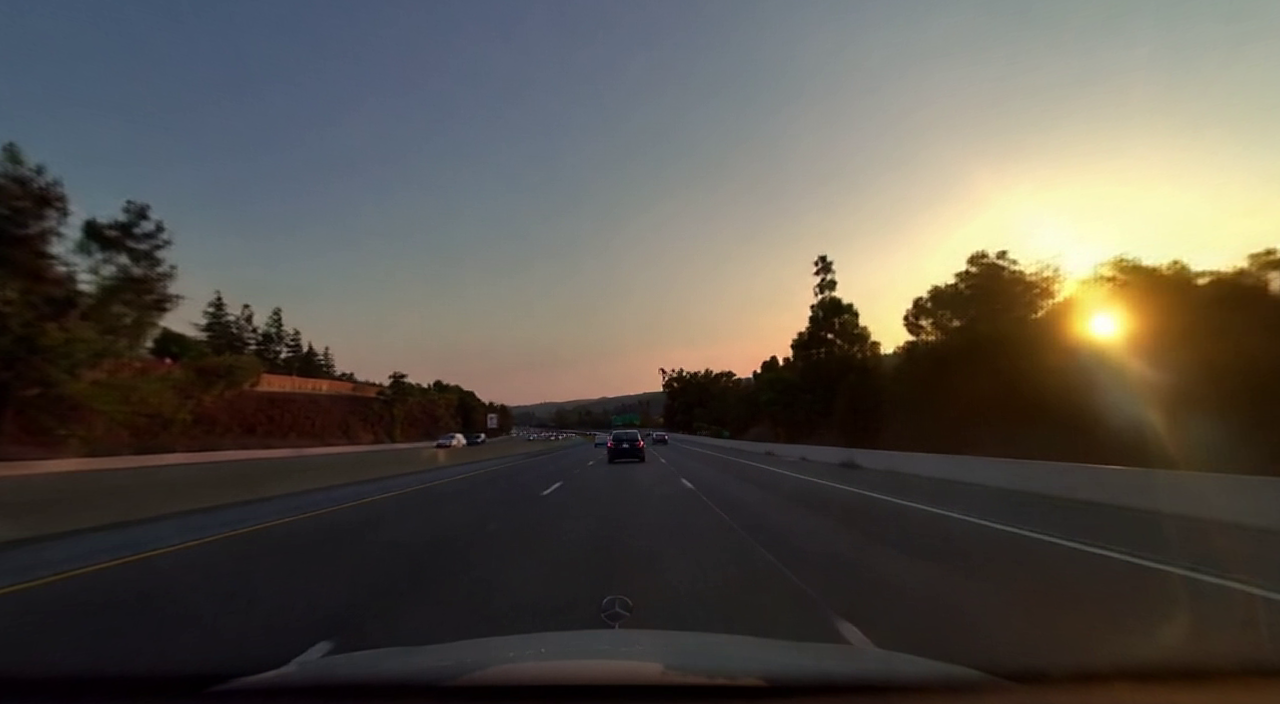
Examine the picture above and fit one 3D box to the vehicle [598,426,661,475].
[{"bbox_3d":[-0.370,3.504,22.686,2.094,1.600,3.666,0,-8,-1],"label":"vehicle"}]
